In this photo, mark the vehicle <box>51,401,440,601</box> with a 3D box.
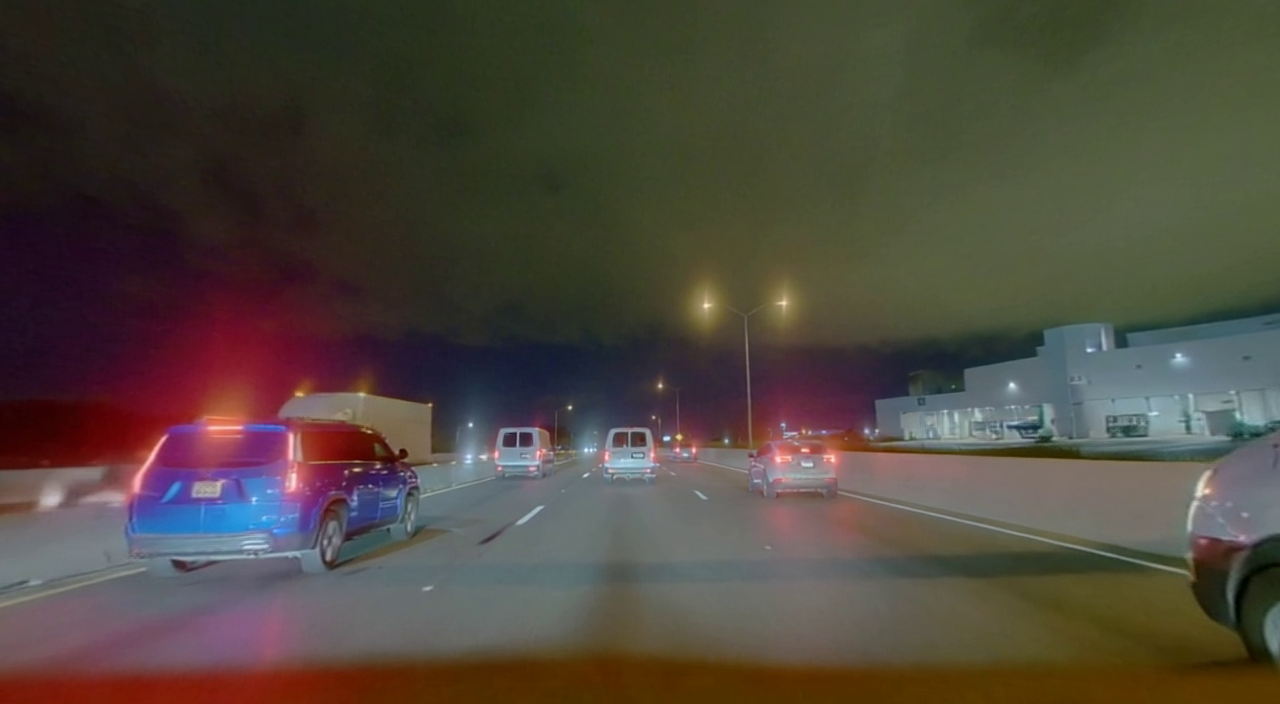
[{"bbox_3d":[-4.124,1.595,7.698,1.972,1.703,4.333,0,-8,-1],"label":"vehicle"}]

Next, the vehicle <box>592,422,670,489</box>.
[{"bbox_3d":[-0.342,3.367,20.821,2.304,1.925,4.282,0,-8,-2],"label":"vehicle"}]

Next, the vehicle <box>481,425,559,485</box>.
[{"bbox_3d":[-4.216,3.683,22.793,2.038,1.936,4.300,0,-8,-1],"label":"vehicle"}]

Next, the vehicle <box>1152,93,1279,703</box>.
[{"bbox_3d":[3.896,-0.087,0.232,2.427,2.652,5.769,-1,-8,0],"label":"vehicle"}]
